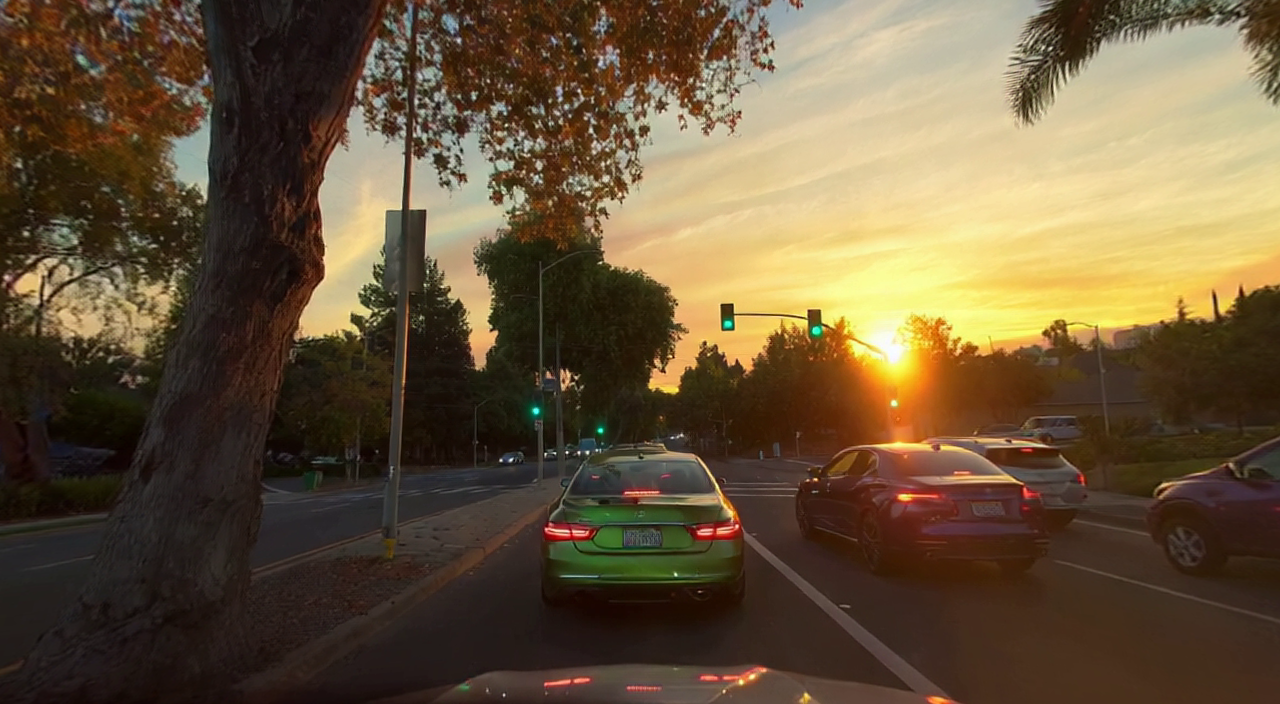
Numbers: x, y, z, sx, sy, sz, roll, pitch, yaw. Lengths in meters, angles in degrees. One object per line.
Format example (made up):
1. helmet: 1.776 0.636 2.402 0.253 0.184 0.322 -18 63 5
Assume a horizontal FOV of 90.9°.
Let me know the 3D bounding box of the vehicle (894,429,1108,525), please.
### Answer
1. vehicle: 7.015 2.464 12.891 1.923 1.611 4.094 0 -9 0

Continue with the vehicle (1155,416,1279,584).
1. vehicle: 6.927 1.339 5.582 1.783 1.572 3.421 0 -9 1

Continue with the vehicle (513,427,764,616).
1. vehicle: 0.008 1.680 7.100 2.015 1.502 3.898 0 -9 1

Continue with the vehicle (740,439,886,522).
1. vehicle: 3.538 2.716 13.830 1.934 1.494 4.446 0 -9 0
